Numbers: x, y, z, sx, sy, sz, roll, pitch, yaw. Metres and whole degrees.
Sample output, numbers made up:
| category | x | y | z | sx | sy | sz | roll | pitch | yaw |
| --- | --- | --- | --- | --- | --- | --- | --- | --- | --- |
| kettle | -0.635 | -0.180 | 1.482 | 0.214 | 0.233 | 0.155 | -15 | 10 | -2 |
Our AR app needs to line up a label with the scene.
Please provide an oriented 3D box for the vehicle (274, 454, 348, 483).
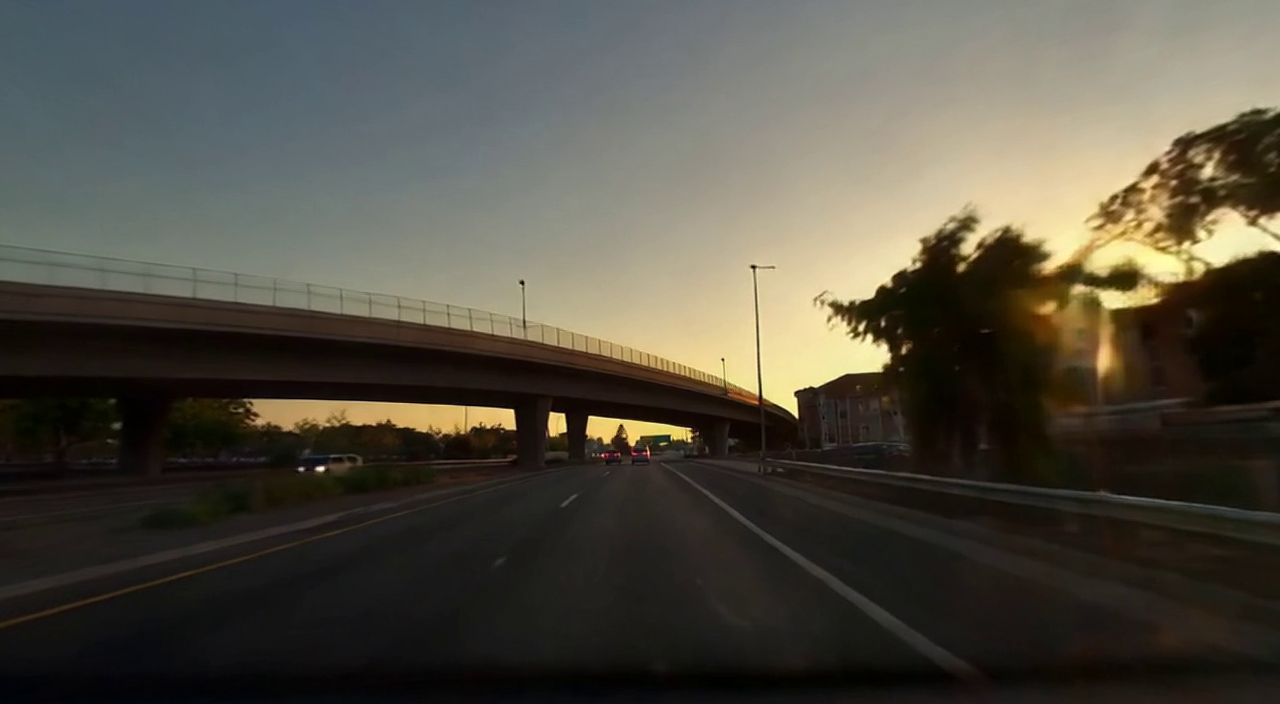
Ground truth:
| category | x | y | z | sx | sy | sz | roll | pitch | yaw |
| --- | --- | --- | --- | --- | --- | --- | --- | --- | --- |
| vehicle | -20.802 | 7.369 | 40.197 | 2.047 | 1.683 | 4.959 | 0 | -8 | 0 |
